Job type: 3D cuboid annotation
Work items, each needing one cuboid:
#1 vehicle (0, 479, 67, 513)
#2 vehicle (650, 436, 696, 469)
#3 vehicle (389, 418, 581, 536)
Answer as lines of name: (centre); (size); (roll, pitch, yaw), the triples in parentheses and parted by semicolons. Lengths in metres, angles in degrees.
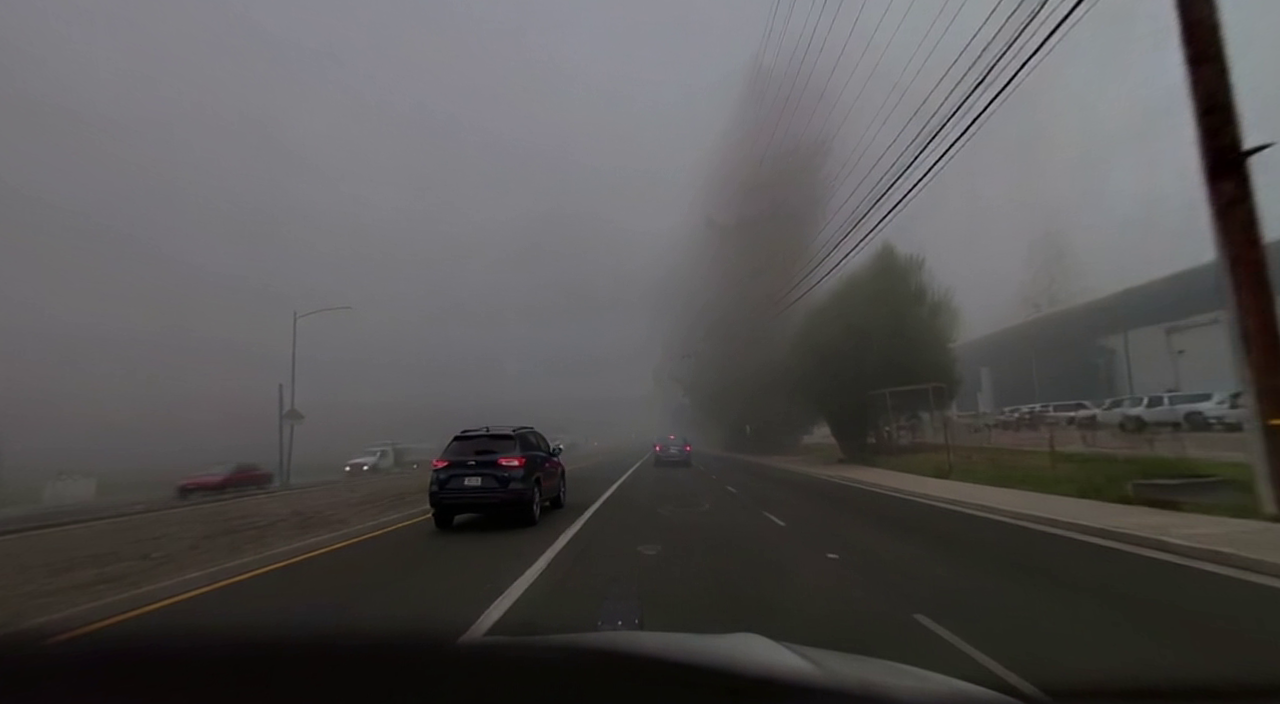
vehicle: (-38.089, 8.814, 38.367); (4.458, 1.674, 2.034); (-3, -4, 2)
vehicle: (1.589, 4.984, 31.367); (2.114, 1.492, 4.453); (-1, -8, 1)
vehicle: (-2.486, 2.159, 11.567); (2.169, 1.679, 4.723); (-1, -8, 2)
